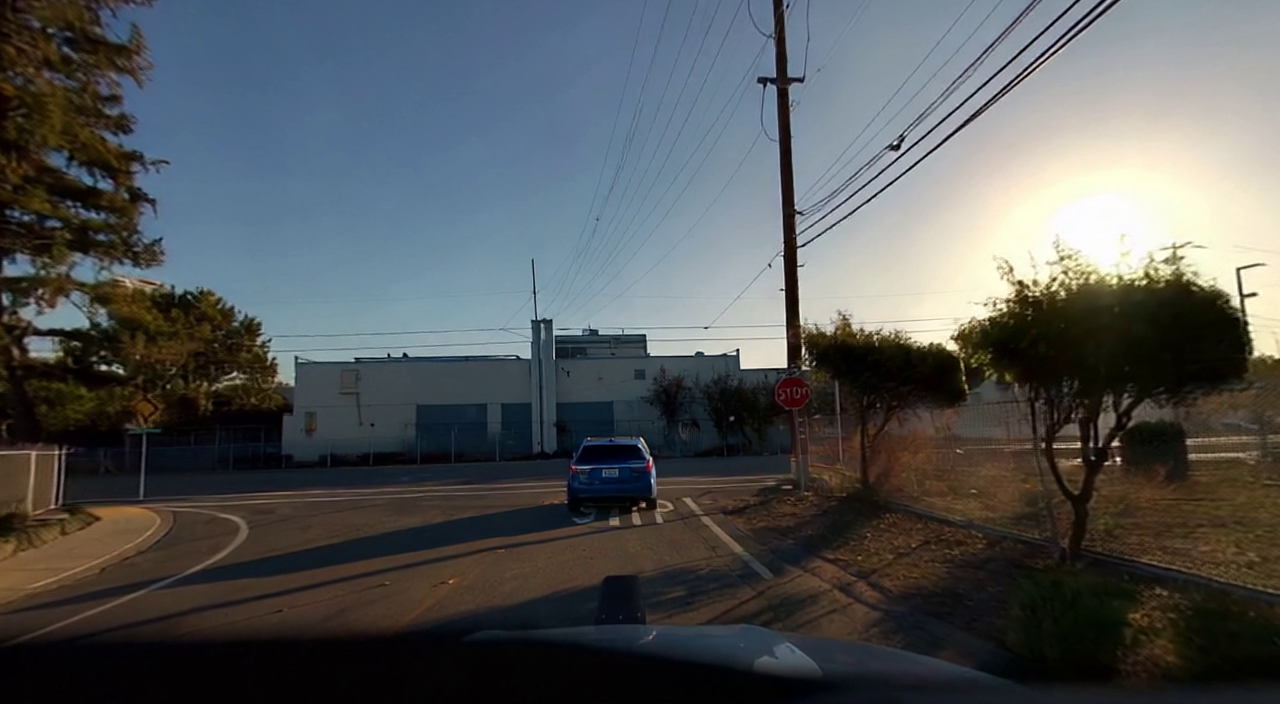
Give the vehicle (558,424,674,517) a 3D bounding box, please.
[{"bbox_3d":[-0.574,2.504,13.826,2.137,1.698,4.166,0,-8,-4],"label":"vehicle"}]
